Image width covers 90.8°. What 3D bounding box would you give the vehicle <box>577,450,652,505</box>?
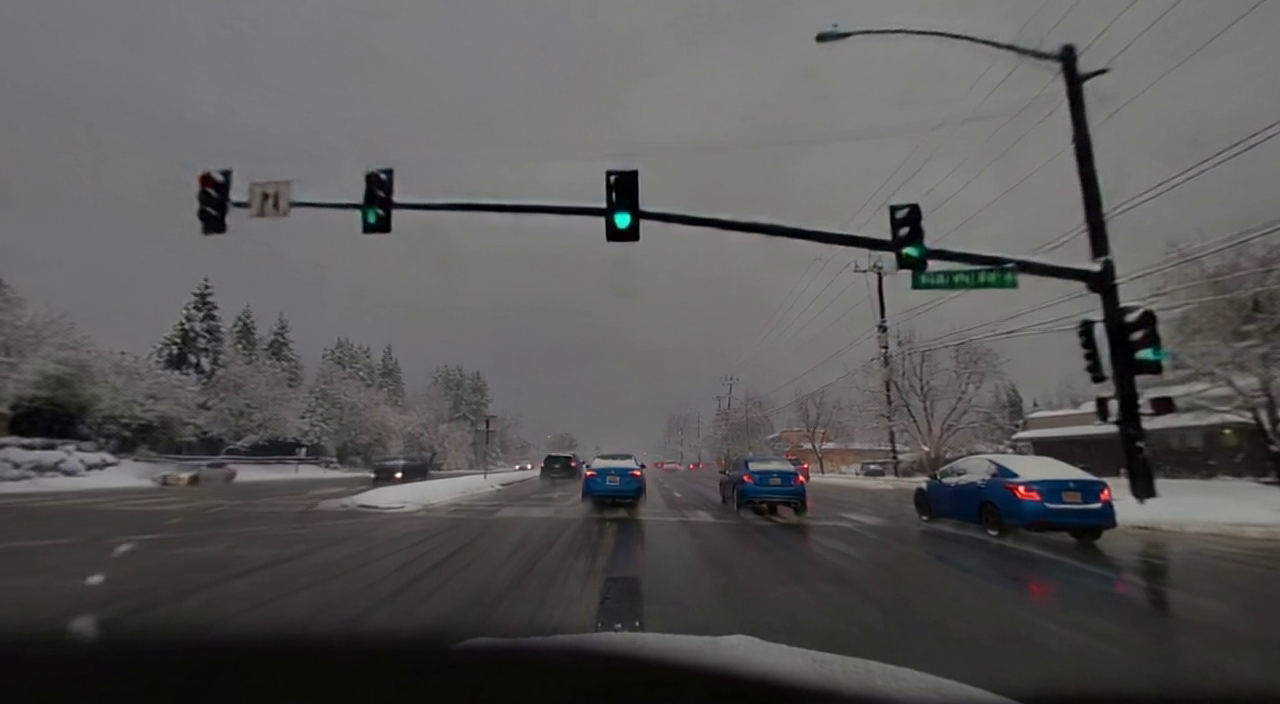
[{"bbox_3d":[-0.734,3.798,19.595,2.065,1.464,4.216,0,-9,-1],"label":"vehicle"}]

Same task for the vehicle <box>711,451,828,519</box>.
[{"bbox_3d":[3.236,3.407,16.784,2.053,1.490,4.464,0,-9,-1],"label":"vehicle"}]

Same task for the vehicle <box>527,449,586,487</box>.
[{"bbox_3d":[-3.727,5.287,29.123,2.073,1.606,4.364,0,-9,1],"label":"vehicle"}]

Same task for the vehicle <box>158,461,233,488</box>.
[{"bbox_3d":[-27.489,7.575,39.208,1.859,1.482,3.717,0,-9,2],"label":"vehicle"}]

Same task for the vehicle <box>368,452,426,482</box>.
[{"bbox_3d":[-16.405,7.752,42.909,2.064,1.827,4.647,0,-9,1],"label":"vehicle"}]

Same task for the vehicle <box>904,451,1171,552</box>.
[{"bbox_3d":[6.901,2.592,11.734,2.004,1.455,4.417,0,-9,-1],"label":"vehicle"}]
